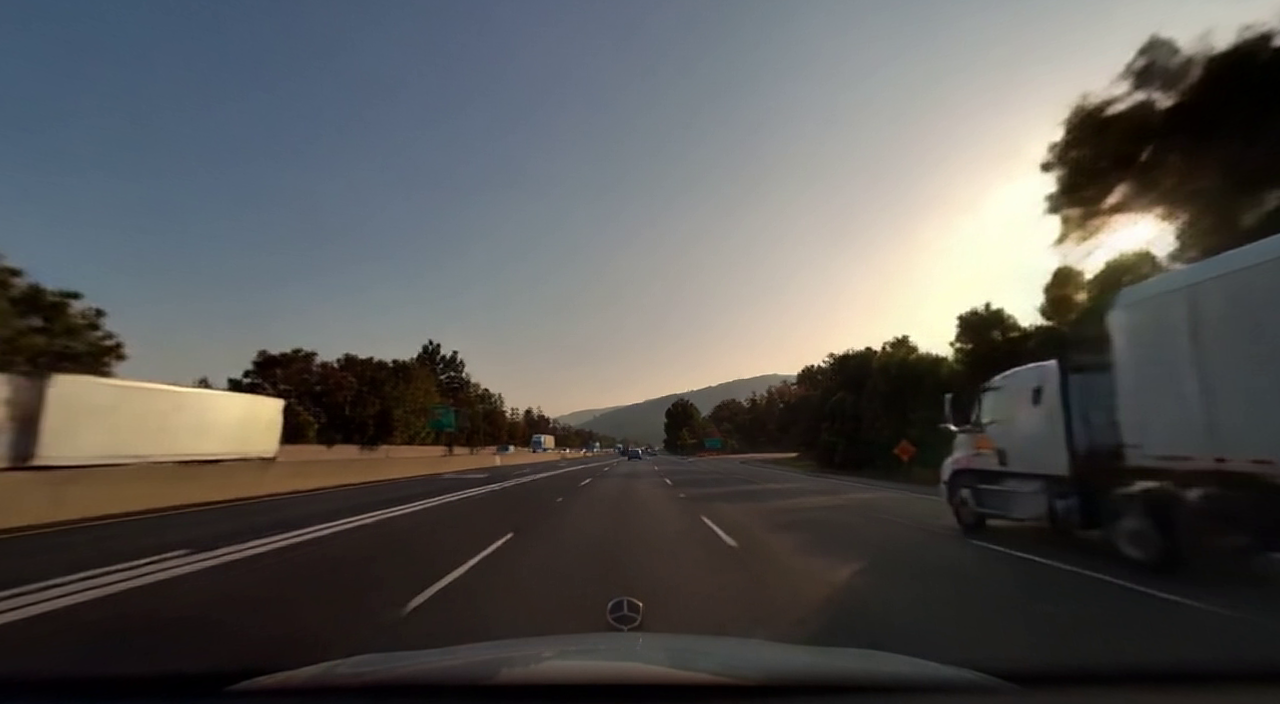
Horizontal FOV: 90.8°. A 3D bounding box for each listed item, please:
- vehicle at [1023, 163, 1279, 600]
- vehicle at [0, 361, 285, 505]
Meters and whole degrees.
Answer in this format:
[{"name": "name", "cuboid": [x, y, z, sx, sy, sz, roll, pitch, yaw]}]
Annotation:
[{"name": "vehicle", "cuboid": [6.888, -0.028, 3.513, 2.821, 3.681, 10.415, 0, -9, -1]}, {"name": "vehicle", "cuboid": [-19.058, 3.047, 22.714, 2.923, 3.914, 16.640, 0, -9, 0]}]
